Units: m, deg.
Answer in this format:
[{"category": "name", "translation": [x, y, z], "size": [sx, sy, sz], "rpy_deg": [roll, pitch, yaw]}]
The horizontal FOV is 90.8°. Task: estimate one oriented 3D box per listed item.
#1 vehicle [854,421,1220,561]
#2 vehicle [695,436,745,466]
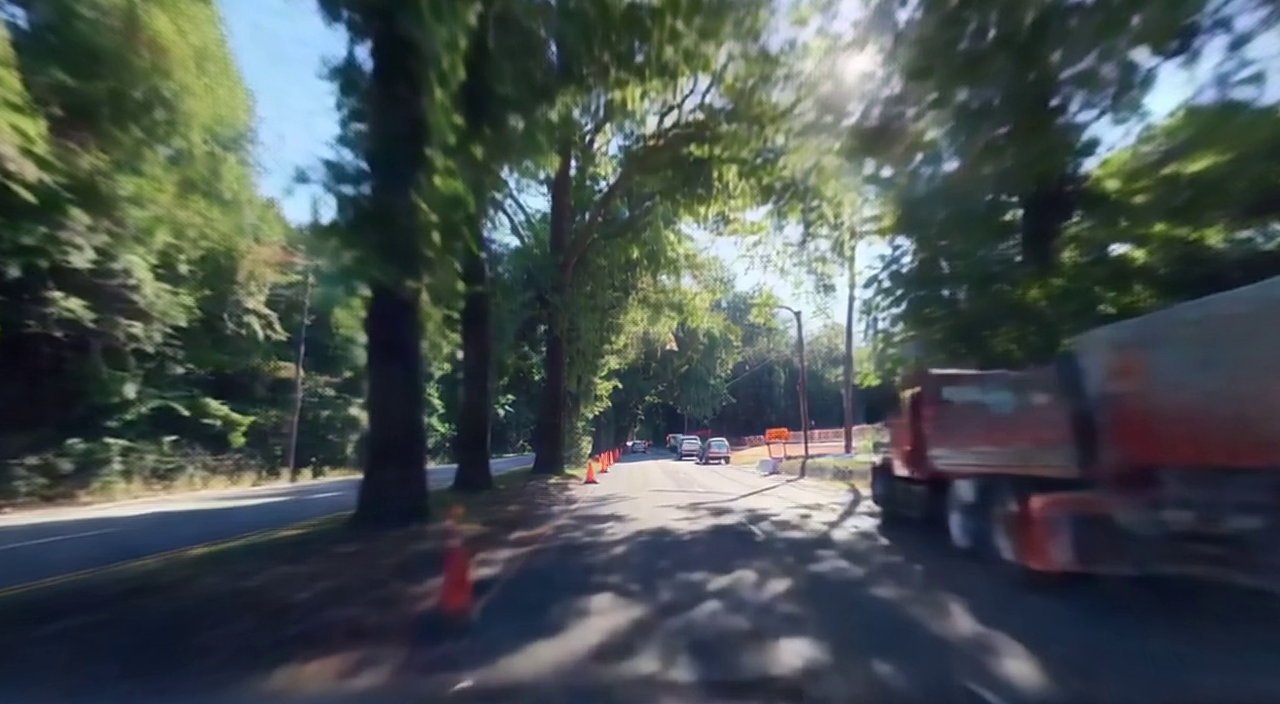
[{"category": "vehicle", "translation": [5.719, 2.080, 10.463], "size": [2.324, 1.655, 5.738], "rpy_deg": [0, -8, 0]}, {"category": "vehicle", "translation": [5.647, 7.105, 45.537], "size": [2.294, 1.949, 6.246], "rpy_deg": [1, -8, -5]}]
